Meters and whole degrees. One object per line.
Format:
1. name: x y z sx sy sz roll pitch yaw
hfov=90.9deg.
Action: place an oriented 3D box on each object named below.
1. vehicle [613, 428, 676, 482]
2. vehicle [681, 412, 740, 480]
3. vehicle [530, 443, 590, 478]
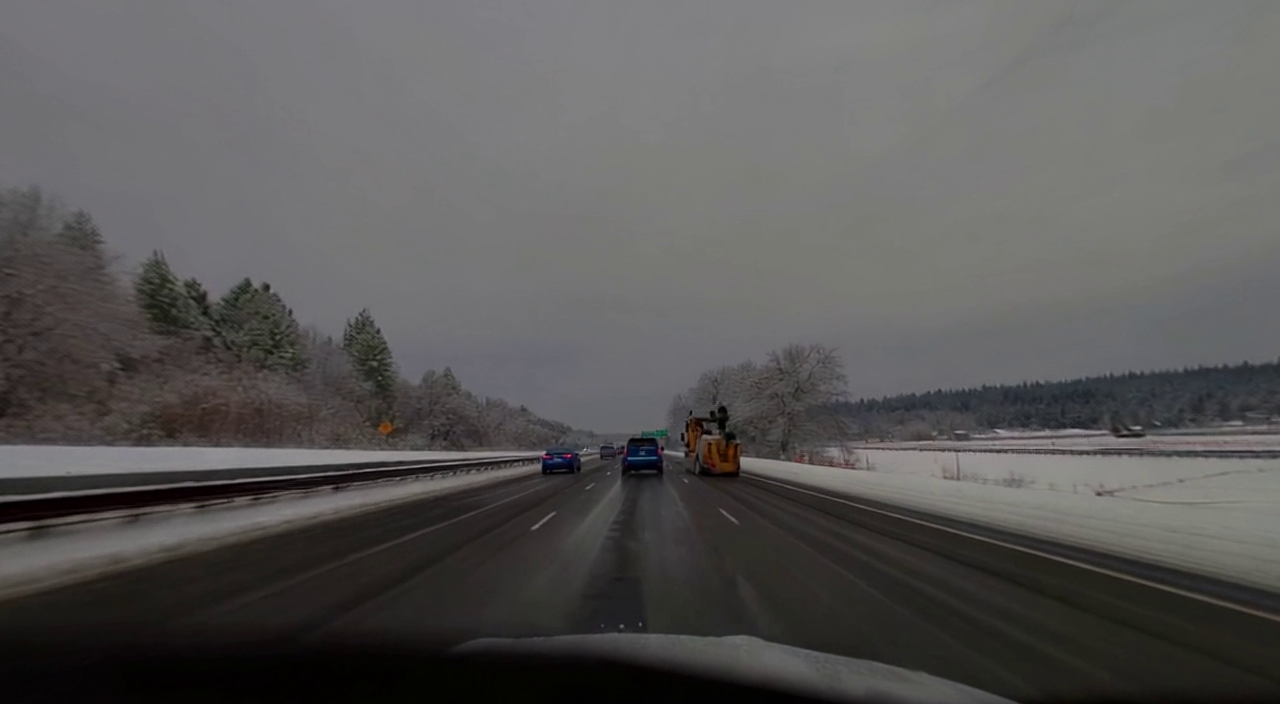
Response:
1. vehicle: 0.179 4.167 25.722 2.308 1.993 4.631 0 -8 0
2. vehicle: 4.311 6.043 40.802 2.793 3.828 9.580 0 -8 1
3. vehicle: -3.593 4.959 29.083 2.096 1.469 4.319 0 -8 2
